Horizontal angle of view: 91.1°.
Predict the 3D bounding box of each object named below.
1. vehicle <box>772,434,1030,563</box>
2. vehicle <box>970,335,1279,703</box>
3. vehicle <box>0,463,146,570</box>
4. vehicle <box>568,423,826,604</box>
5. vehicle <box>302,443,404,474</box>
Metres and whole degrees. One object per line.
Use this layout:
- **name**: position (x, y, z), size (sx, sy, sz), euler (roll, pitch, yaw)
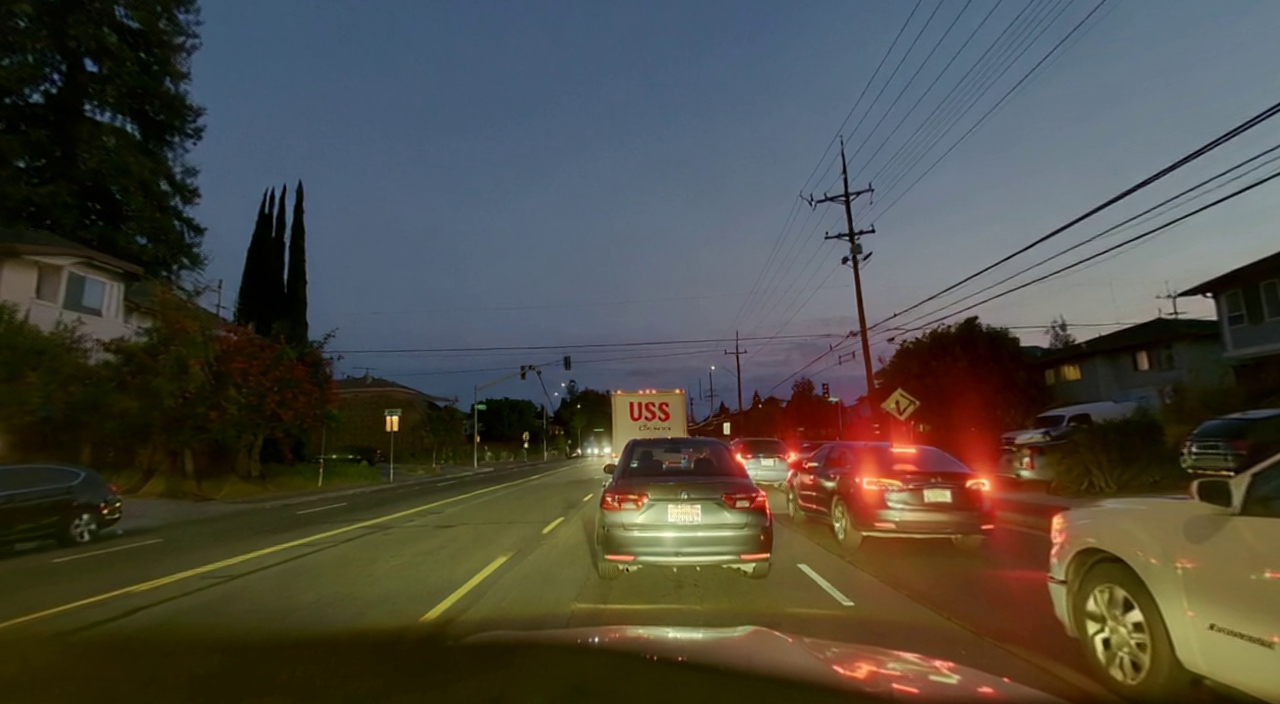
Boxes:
- **vehicle**: position (3.513, 2.040, 9.581), size (1.993, 1.479, 4.487), euler (0, -8, 0)
- **vehicle**: position (3.304, 0.759, 1.899), size (2.069, 1.722, 4.888), euler (0, -8, 2)
- **vehicle**: position (-10.353, 2.482, 9.442), size (1.925, 1.482, 4.753), euler (0, -8, 0)
- **vehicle**: position (0.475, 1.684, 7.515), size (2.158, 1.499, 4.377), euler (0, -8, 0)
- **vehicle**: position (-17.428, 6.467, 38.247), size (5.274, 1.793, 1.921), euler (0, -8, 2)
